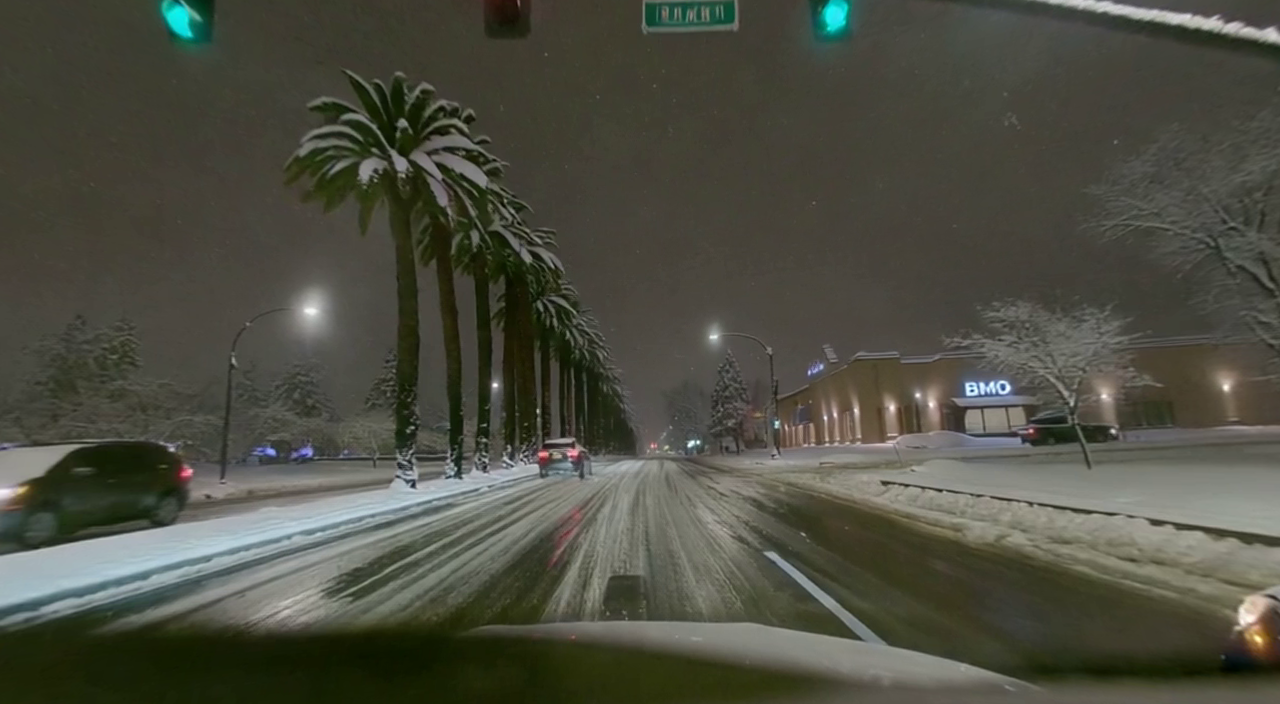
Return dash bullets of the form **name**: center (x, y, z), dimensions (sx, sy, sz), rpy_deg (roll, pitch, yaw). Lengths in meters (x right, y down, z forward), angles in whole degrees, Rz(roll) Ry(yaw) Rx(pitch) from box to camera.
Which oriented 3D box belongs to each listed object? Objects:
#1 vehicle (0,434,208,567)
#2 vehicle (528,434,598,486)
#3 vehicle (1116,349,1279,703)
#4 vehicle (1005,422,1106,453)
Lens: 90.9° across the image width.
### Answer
- **vehicle**: center (-8.352, 1.873, 8.351), dimensions (2.012, 1.500, 4.636), rpy_deg (0, -8, -1)
- **vehicle**: center (-2.768, 4.007, 23.679), dimensions (1.998, 1.743, 4.402), rpy_deg (-1, -8, 1)
- **vehicle**: center (2.762, 0.524, 0.208), dimensions (1.946, 1.513, 4.133), rpy_deg (0, -8, 0)
- **vehicle**: center (23.533, 4.863, 35.789), dimensions (4.283, 1.700, 1.965), rpy_deg (0, -8, 0)
